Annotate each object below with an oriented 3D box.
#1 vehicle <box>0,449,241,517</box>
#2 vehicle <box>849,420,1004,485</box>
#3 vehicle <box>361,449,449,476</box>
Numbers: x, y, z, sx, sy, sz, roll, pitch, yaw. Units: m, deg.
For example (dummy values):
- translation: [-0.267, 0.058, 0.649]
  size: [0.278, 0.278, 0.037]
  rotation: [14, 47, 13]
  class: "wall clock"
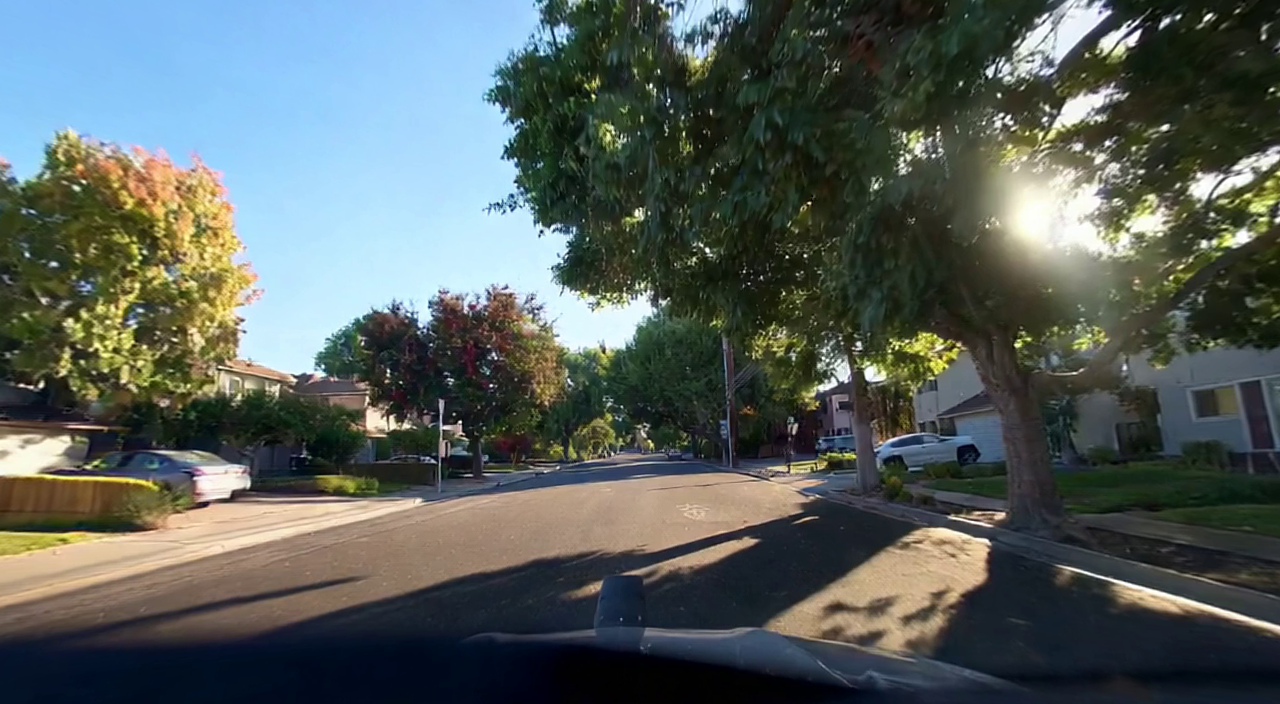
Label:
- translation: [-12.706, 3.169, 15.605]
  size: [4.406, 1.539, 1.912]
  rotation: [0, -9, 2]
  class: "vehicle"
- translation: [10.565, 3.730, 23.549]
  size: [4.697, 1.604, 1.838]
  rotation: [-8, -8, -2]
  class: "vehicle"
- translation: [-13.722, 6.409, 36.906]
  size: [4.477, 1.449, 1.922]
  rotation: [5, -10, -30]
  class: "vehicle"
